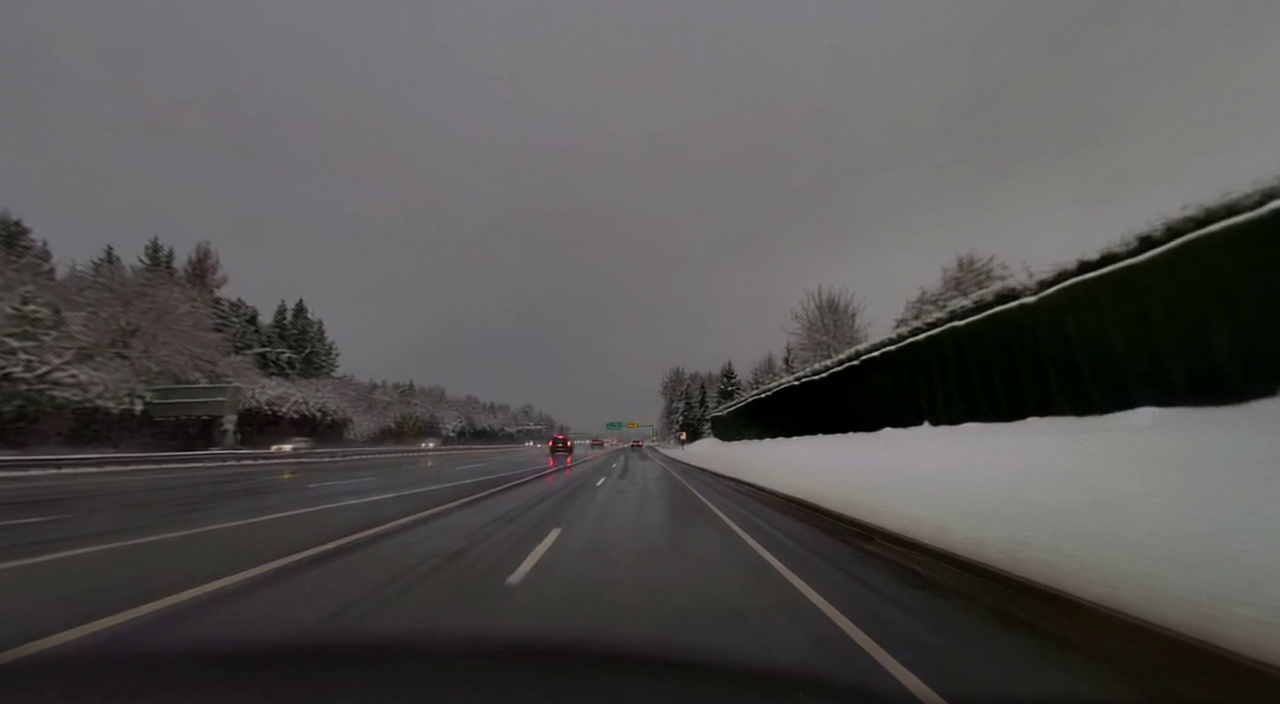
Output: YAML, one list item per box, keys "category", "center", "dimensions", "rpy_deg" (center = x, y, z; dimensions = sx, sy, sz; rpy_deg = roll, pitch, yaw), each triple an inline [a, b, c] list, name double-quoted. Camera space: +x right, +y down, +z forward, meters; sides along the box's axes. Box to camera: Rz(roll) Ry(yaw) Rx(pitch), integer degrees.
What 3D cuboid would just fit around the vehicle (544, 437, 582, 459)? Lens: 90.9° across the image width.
- category: "vehicle"
  center: [-5.667, 7.106, 46.852]
  dimensions: [2.141, 1.612, 3.998]
  rpy_deg: [-1, -8, 4]
